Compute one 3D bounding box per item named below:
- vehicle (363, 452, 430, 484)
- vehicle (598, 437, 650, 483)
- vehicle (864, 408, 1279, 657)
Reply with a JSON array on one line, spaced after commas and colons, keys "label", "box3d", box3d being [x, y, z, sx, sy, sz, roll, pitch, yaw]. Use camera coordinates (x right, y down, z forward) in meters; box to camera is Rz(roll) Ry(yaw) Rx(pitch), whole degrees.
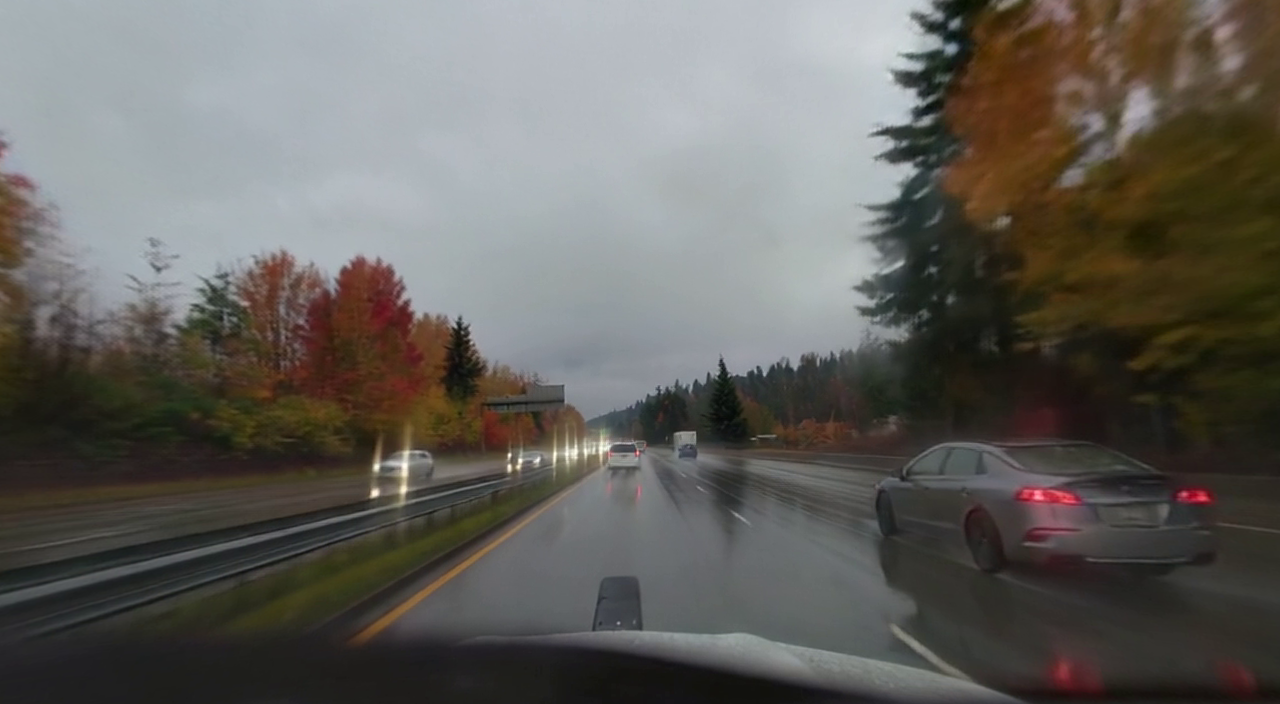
[{"label": "vehicle", "box3d": [-13.173, 6.269, 34.188, 1.914, 1.600, 4.188, -1, -9, 0]}, {"label": "vehicle", "box3d": [-0.598, 4.323, 25.376, 1.937, 1.699, 3.936, -1, -9, 0]}, {"label": "vehicle", "box3d": [3.941, 1.430, 6.087, 1.843, 1.505, 4.339, 0, -9, -1]}]
